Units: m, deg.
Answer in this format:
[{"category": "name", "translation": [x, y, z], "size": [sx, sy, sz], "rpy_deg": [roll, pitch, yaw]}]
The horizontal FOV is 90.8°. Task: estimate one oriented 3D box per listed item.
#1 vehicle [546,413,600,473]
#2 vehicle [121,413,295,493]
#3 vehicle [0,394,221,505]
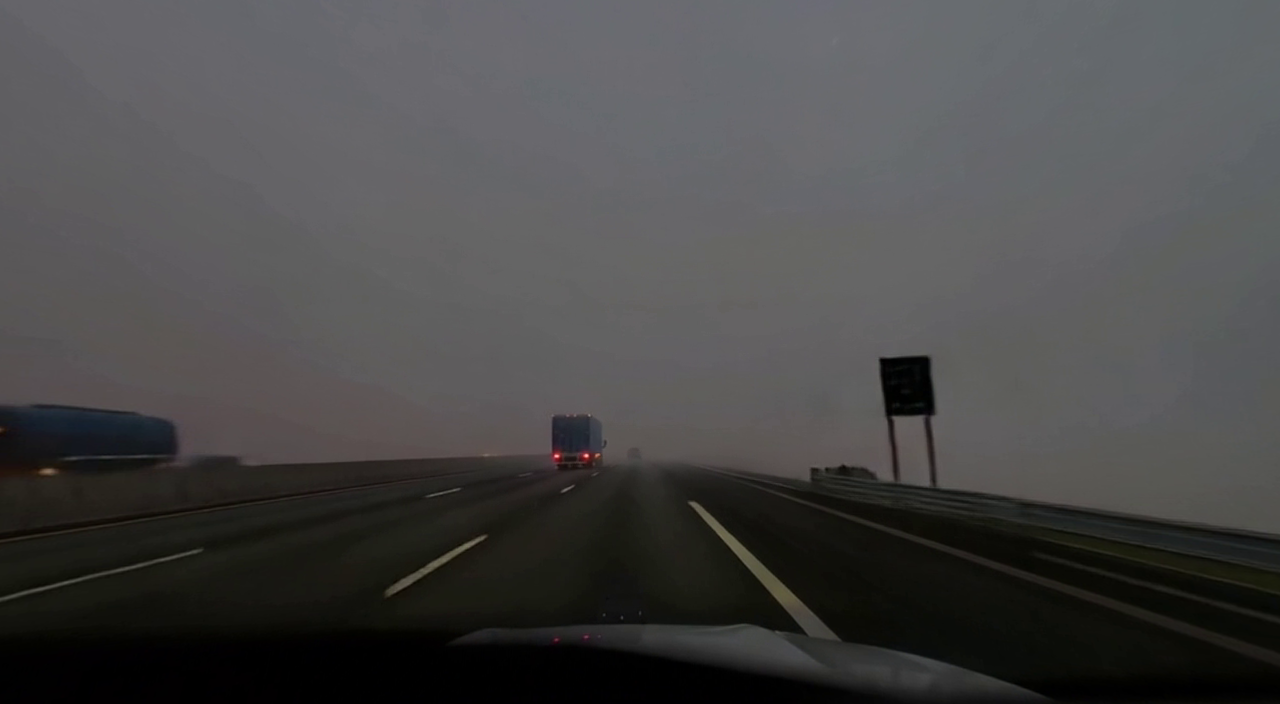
[{"category": "vehicle", "translation": [-4.154, 5.875, 40.585], "size": [2.707, 3.461, 7.191], "rpy_deg": [0, -9, 0]}, {"category": "vehicle", "translation": [-20.043, 4.785, 30.075], "size": [2.739, 3.287, 7.745], "rpy_deg": [0, -9, 0]}, {"category": "vehicle", "translation": [-24.492, 4.191, 27.059], "size": [2.843, 3.924, 14.815], "rpy_deg": [0, -9, 0]}]
